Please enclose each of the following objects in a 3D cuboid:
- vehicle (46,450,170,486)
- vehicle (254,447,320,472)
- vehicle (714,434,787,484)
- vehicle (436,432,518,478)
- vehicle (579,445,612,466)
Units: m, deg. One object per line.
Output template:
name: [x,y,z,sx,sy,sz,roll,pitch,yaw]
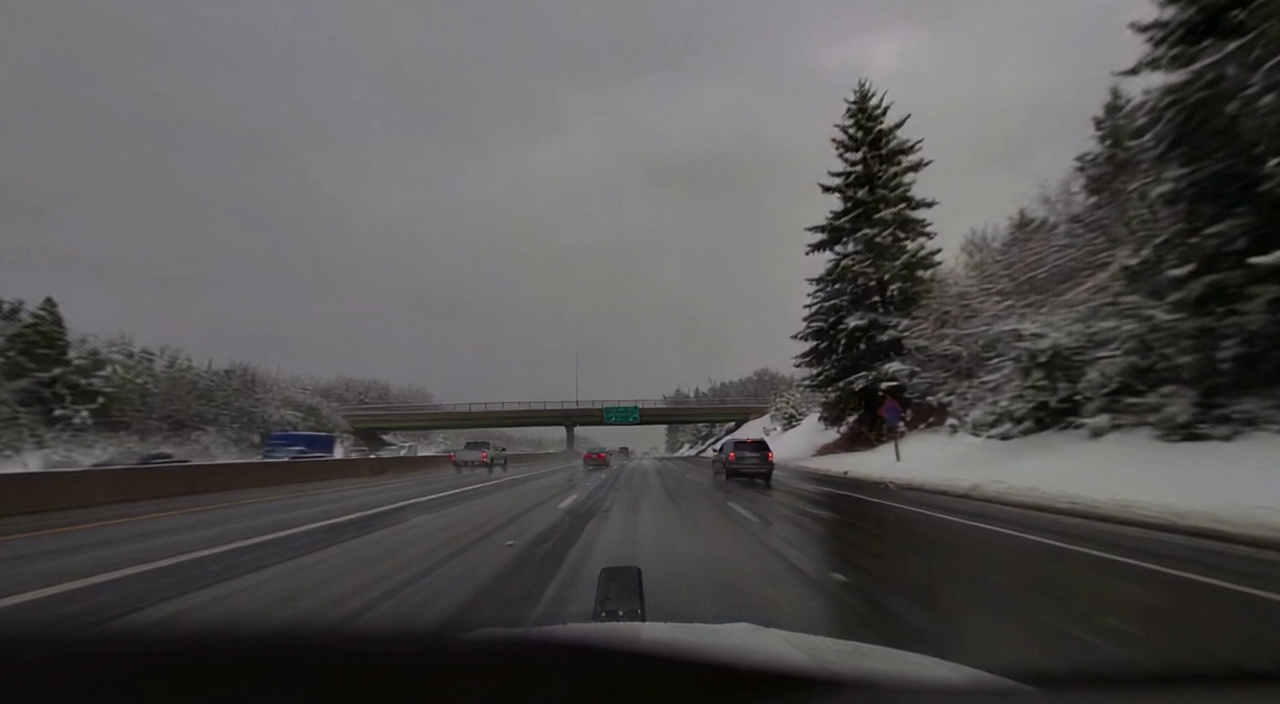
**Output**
vehicle: [-24.807,5.384,29.626,1.892,1.545,4.448,0,-9,0]
vehicle: [-25.276,7.690,45.317,1.980,1.634,4.800,0,-9,0]
vehicle: [4.124,4.081,24.281,1.990,1.735,4.276,0,-9,0]
vehicle: [-7.614,4.916,30.186,2.341,1.959,5.684,0,-9,1]
vehicle: [-3.301,7.825,47.664,2.067,1.528,4.551,0,-9,1]
